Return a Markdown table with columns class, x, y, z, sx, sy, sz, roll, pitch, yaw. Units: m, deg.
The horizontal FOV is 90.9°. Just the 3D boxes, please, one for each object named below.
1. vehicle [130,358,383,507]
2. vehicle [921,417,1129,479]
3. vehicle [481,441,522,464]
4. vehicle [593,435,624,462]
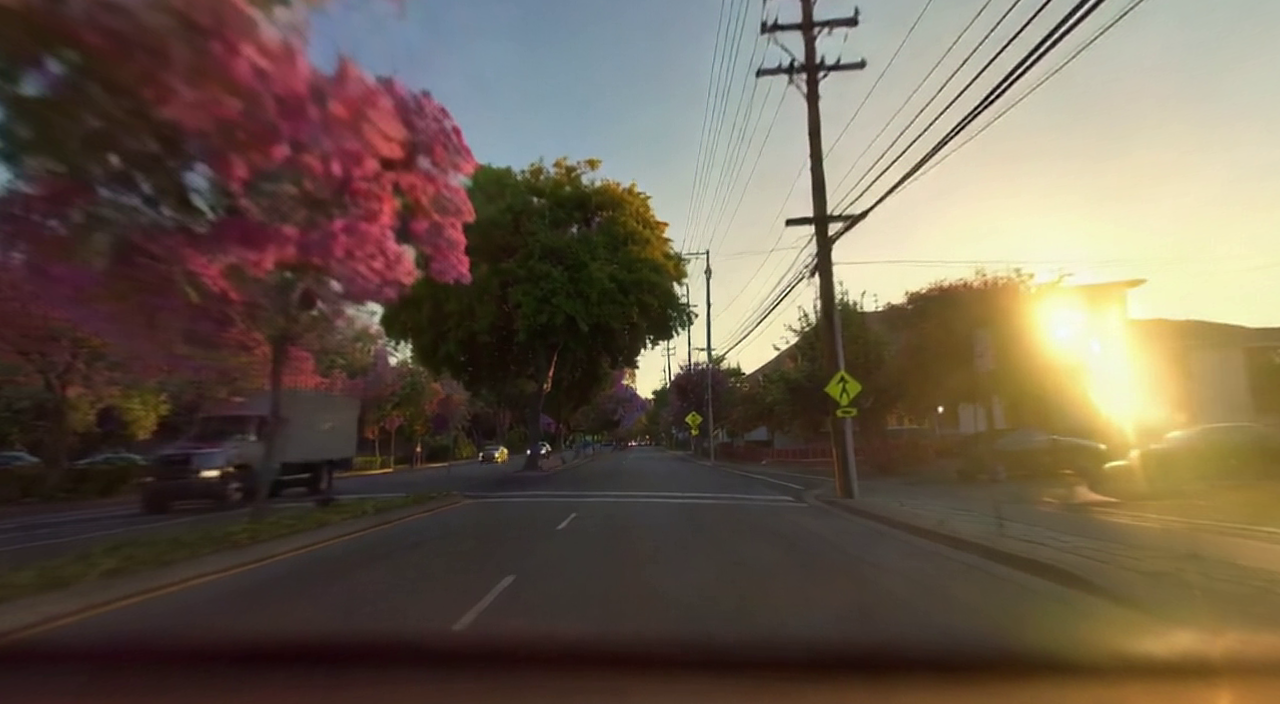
| class | x | y | z | sx | sy | sz | roll | pitch | yaw |
| --- | --- | --- | --- | --- | --- | --- | --- | --- | --- |
| vehicle | -10.922 | 2.491 | 19.242 | 2.836 | 3.663 | 7.511 | 0 | -8 | 0 |
| vehicle | 12.351 | 3.104 | 20.385 | 5.666 | 1.815 | 2.137 | 2 | -8 | -11 |
| vehicle | -10.545 | 7.693 | 48.409 | 1.993 | 1.661 | 4.756 | 0 | -8 | 1 |
| vehicle | -2.437 | 7.635 | 49.958 | 2.202 | 1.961 | 4.980 | 0 | -8 | 0 |
